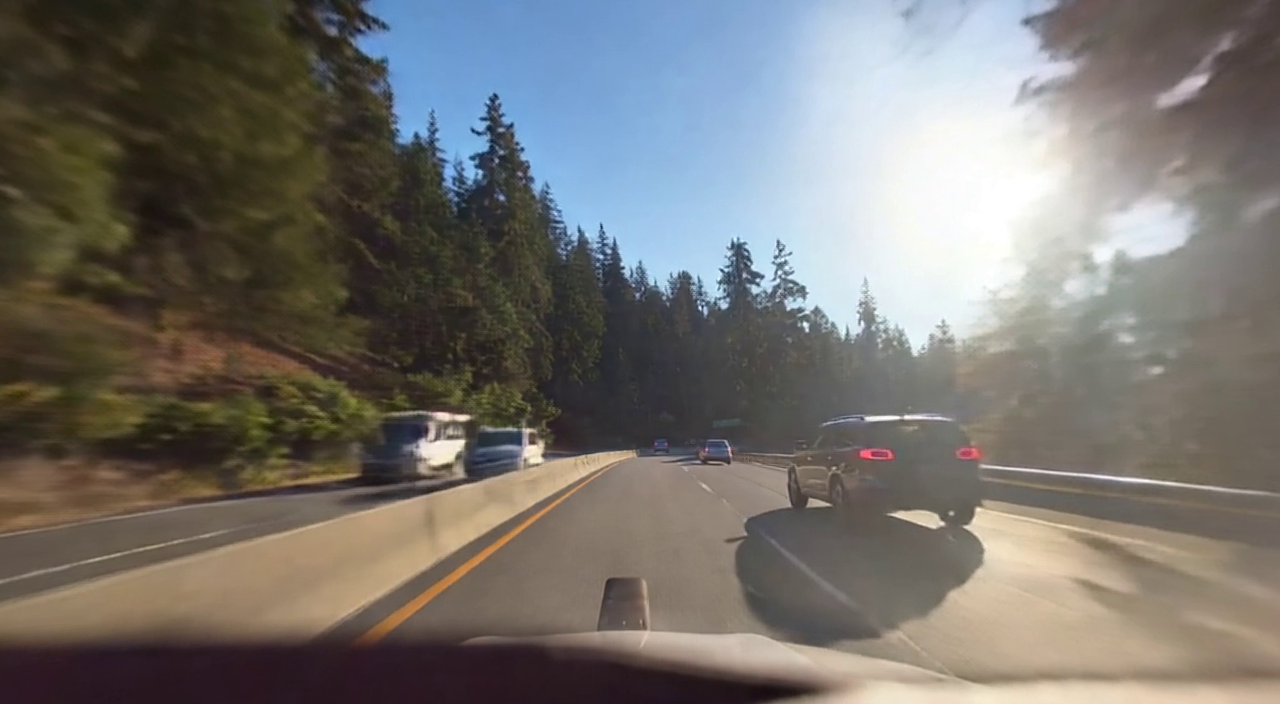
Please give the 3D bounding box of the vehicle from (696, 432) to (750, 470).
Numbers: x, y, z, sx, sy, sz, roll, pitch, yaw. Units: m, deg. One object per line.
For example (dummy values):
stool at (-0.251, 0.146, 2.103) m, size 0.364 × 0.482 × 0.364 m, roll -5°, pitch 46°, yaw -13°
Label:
vehicle at (4.027, 4.911, 31.456) m, size 2.112 × 1.708 × 4.380 m, roll -1°, pitch -8°, yaw 1°

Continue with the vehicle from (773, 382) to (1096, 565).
vehicle at (3.610, 1.611, 9.114) m, size 2.270 × 1.897 × 4.822 m, roll -1°, pitch -8°, yaw -1°

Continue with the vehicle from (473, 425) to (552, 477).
vehicle at (-4.610, 3.643, 23.466) m, size 1.965 × 1.727 × 4.041 m, roll -1°, pitch -8°, yaw 2°

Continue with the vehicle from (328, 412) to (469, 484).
vehicle at (-8.171, 3.342, 22.252) m, size 2.428 × 2.147 × 6.184 m, roll -1°, pitch -8°, yaw 1°
